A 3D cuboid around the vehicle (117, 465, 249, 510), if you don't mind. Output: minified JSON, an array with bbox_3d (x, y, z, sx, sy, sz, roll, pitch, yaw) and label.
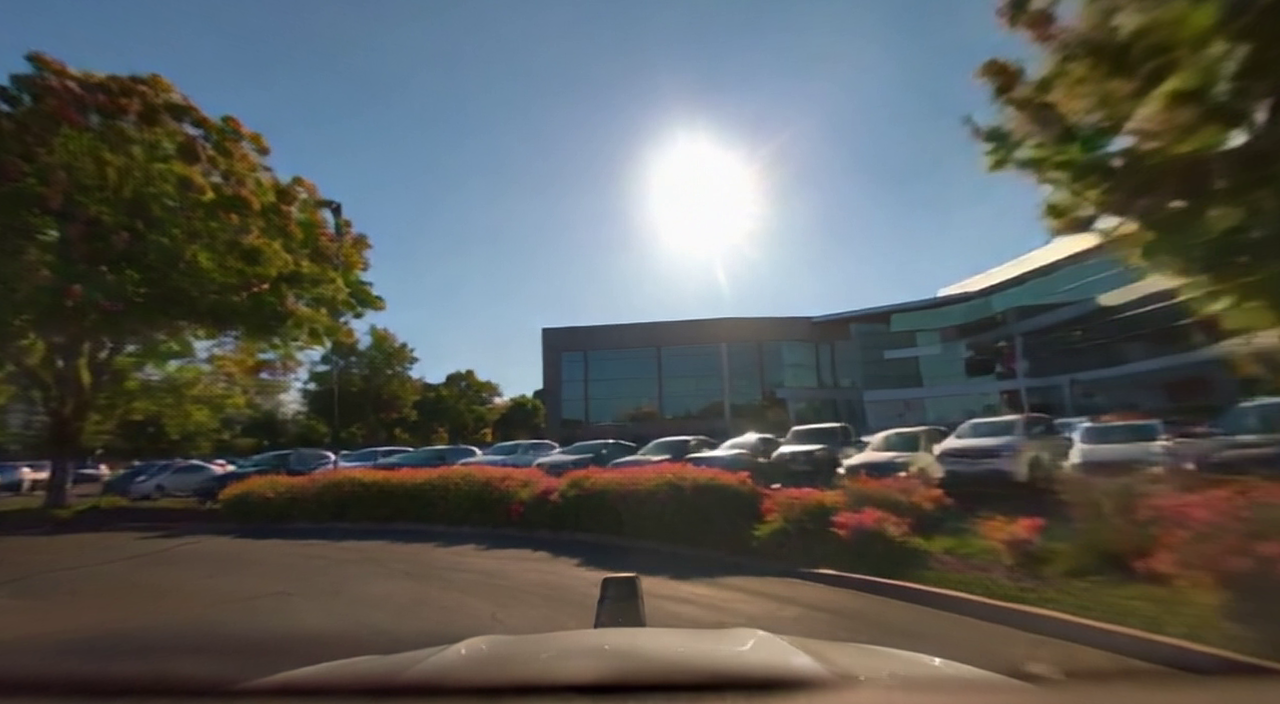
[{"bbox_3d":[-21.906,6.468,30.471,4.755,1.707,1.889,-2,-9,-12],"label":"vehicle"}]
